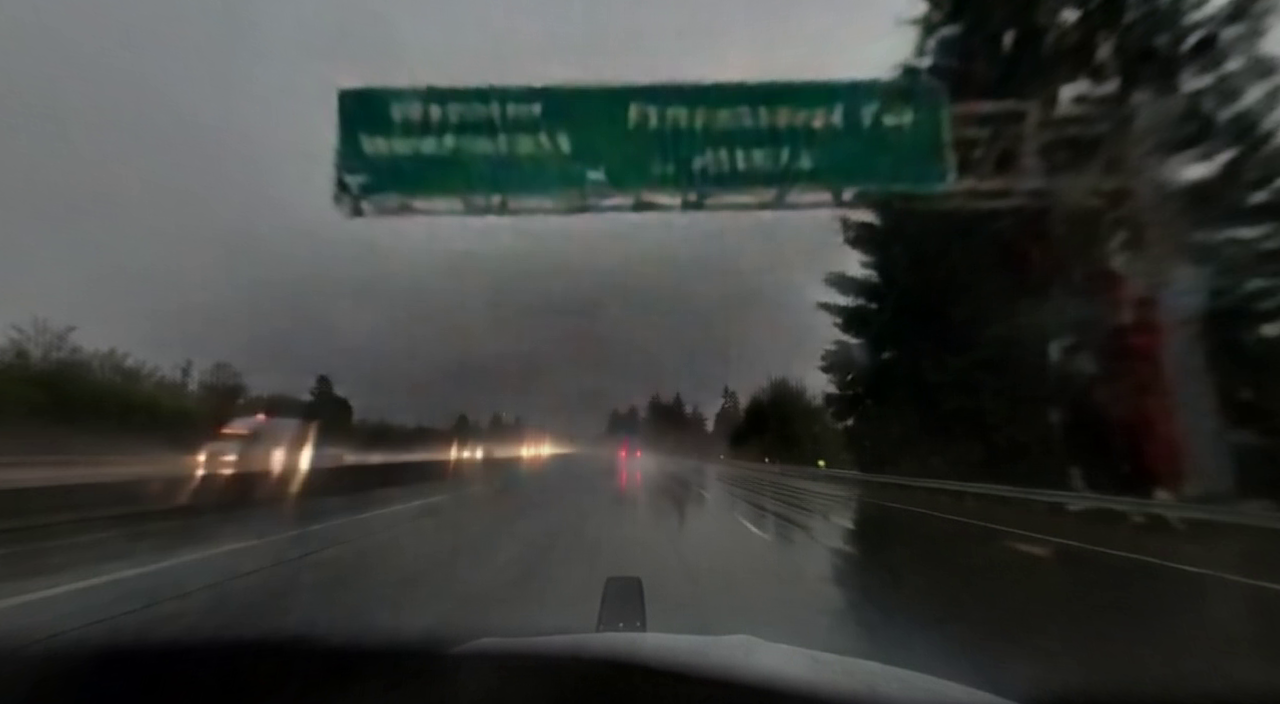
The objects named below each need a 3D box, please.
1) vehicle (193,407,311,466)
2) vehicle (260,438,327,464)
[{"bbox_3d":[-24.886,5.555,41.065,2.606,3.427,7.794,0,-9,0],"label":"vehicle"},{"bbox_3d":[-20.904,5.993,38.241,1.798,1.472,4.018,0,-9,0],"label":"vehicle"}]
